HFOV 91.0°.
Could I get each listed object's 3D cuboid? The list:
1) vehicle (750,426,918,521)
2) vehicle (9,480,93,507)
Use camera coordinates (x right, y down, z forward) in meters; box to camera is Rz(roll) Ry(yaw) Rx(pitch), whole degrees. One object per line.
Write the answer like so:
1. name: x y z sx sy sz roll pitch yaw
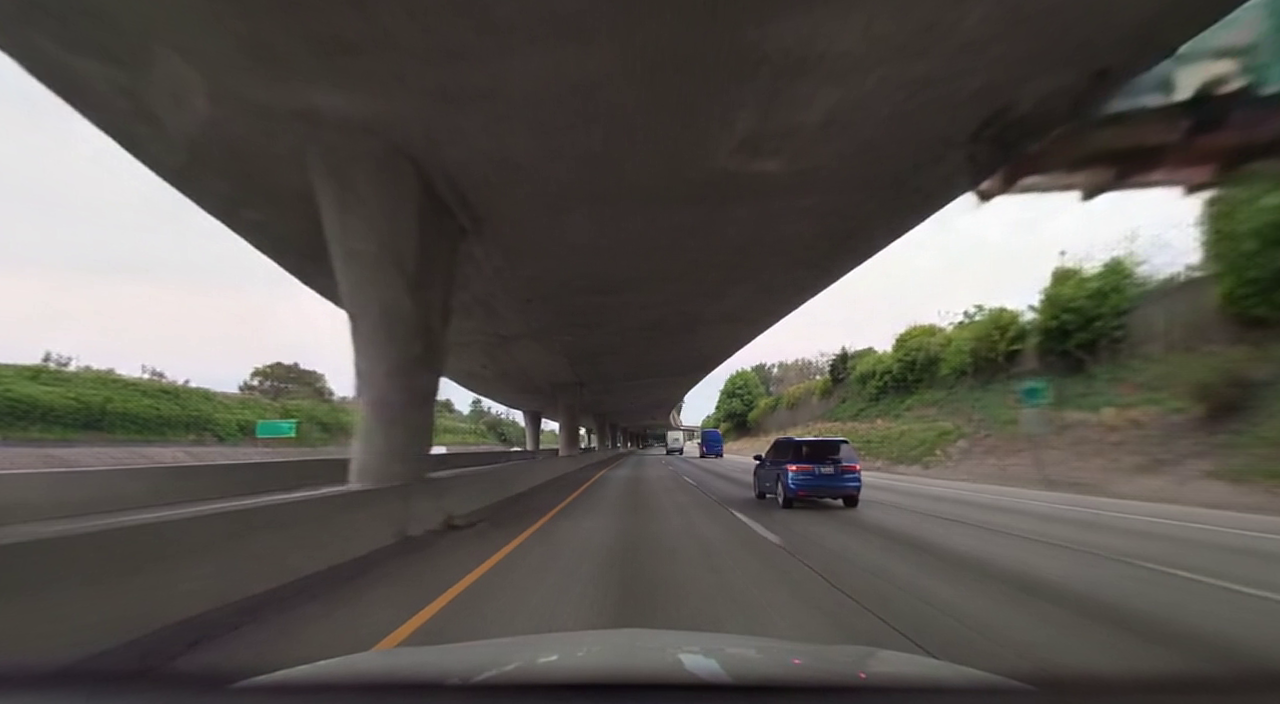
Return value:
1. vehicle: 3.907 2.538 13.667 2.148 1.691 4.443 0 -9 -1
2. vehicle: -39.728 9.538 42.567 1.777 1.456 3.949 0 -9 0
